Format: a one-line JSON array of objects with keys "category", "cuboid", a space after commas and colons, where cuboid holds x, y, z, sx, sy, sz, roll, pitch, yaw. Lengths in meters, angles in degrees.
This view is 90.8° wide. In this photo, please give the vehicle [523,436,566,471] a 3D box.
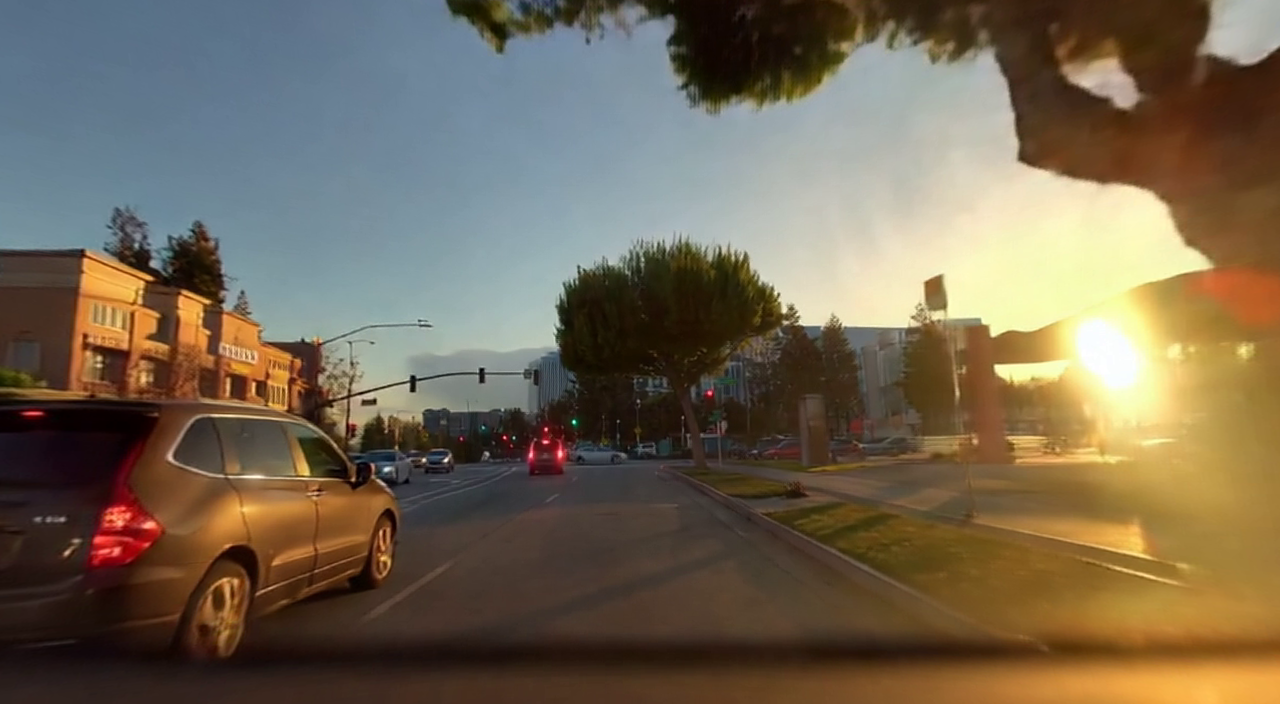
[{"category": "vehicle", "cuboid": [-5.302, 5.689, 35.646, 2.134, 1.799, 5.082, 1, -9, -6]}]

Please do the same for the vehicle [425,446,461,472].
[{"category": "vehicle", "cuboid": [-13.102, 7.110, 42.254, 1.925, 1.631, 4.250, 2, -9, -12]}]

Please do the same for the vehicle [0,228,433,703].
[{"category": "vehicle", "cuboid": [-3.357, 0.761, 3.437, 2.509, 1.885, 5.831, 0, -9, 0]}]
